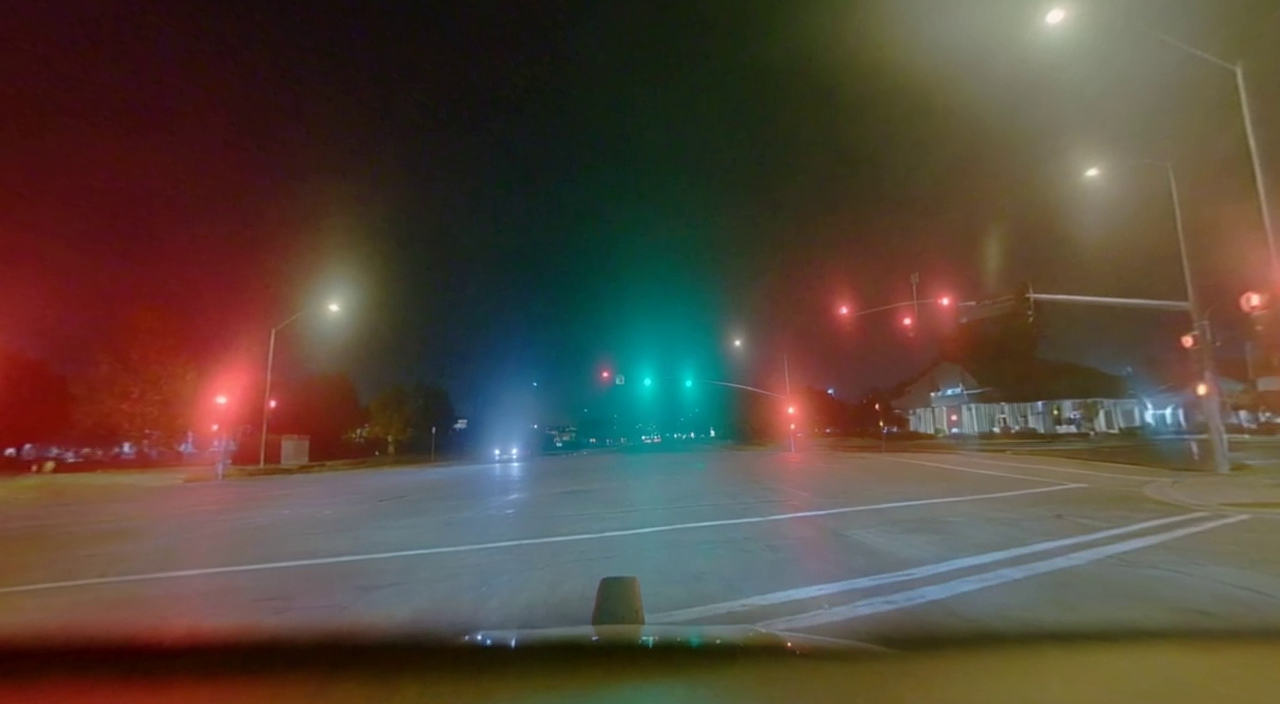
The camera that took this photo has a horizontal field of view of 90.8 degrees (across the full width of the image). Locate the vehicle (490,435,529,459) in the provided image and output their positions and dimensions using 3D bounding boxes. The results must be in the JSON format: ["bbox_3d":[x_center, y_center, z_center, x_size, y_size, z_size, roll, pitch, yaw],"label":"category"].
[{"bbox_3d":[-9.710,7.087,47.213,1.988,1.692,4.412,0,-8,0],"label":"vehicle"}]
